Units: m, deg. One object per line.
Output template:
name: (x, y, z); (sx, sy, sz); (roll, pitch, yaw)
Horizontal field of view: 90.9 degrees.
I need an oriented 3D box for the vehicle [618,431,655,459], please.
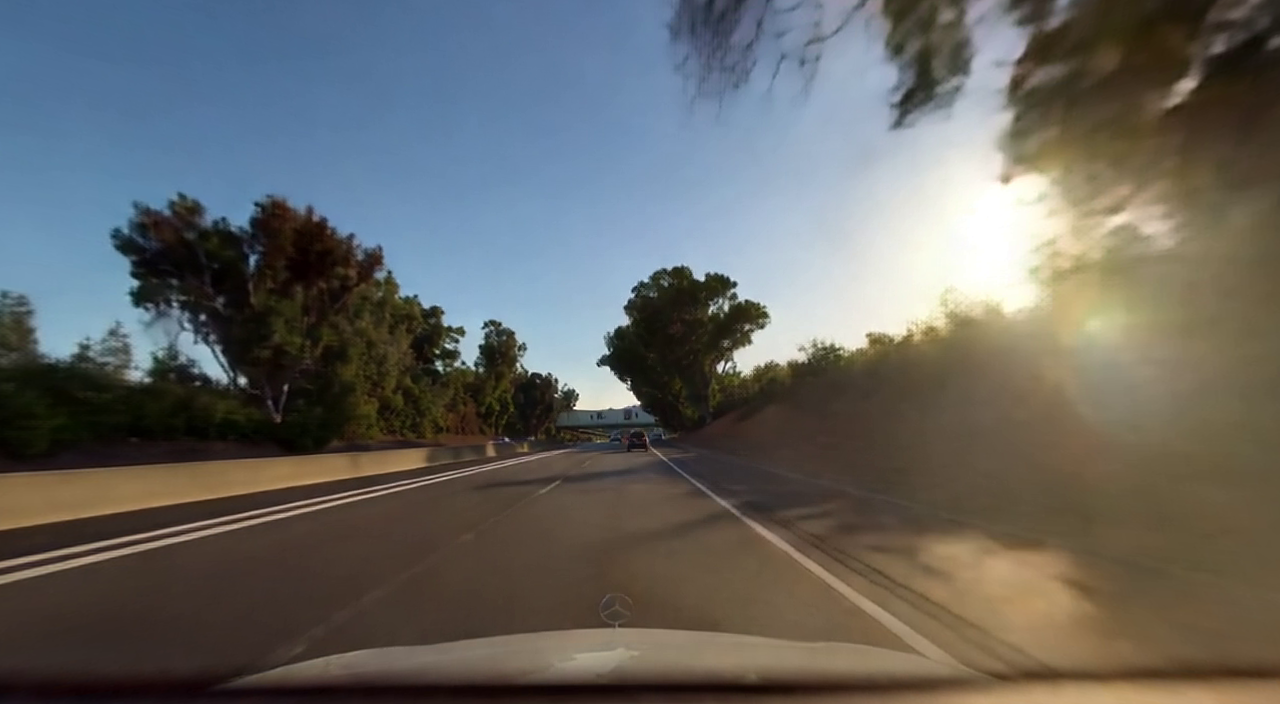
vehicle: (-0.227, 5.789, 39.370); (2.134, 1.654, 4.174); (0, -8, -1)
